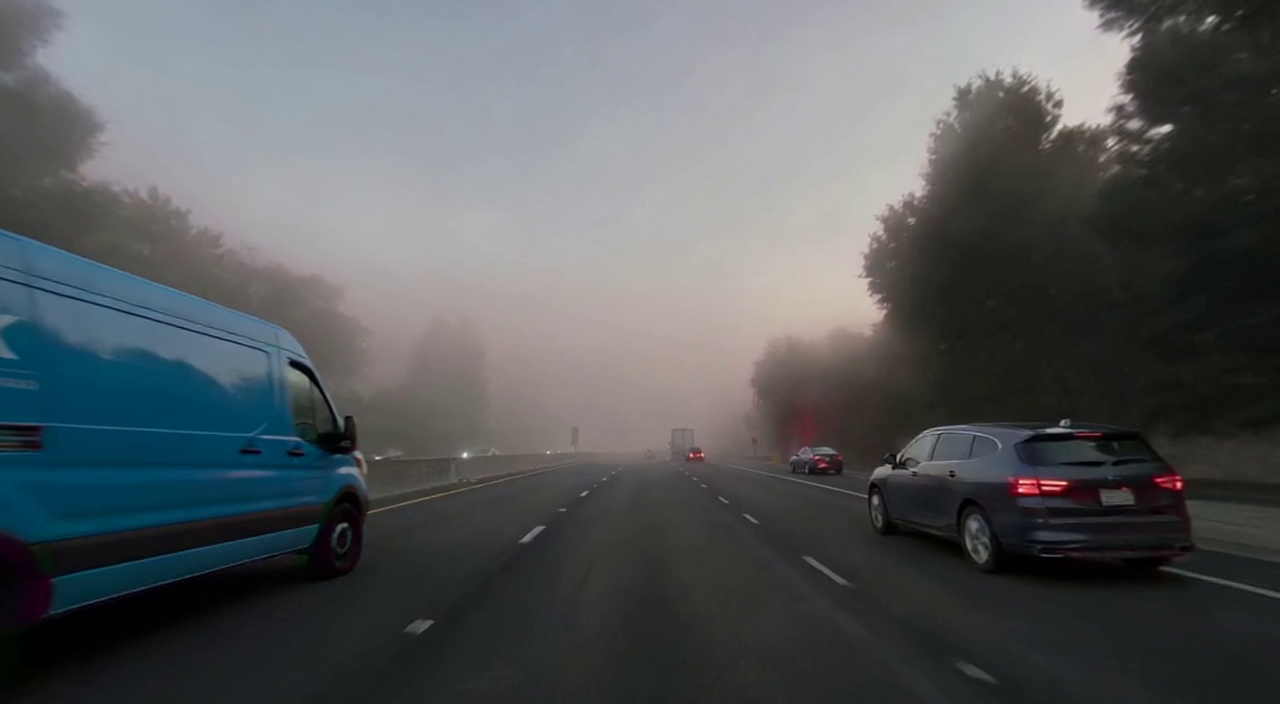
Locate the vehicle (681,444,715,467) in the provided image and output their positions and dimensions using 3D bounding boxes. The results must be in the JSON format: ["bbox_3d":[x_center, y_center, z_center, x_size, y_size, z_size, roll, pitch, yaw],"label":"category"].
[{"bbox_3d":[4.390,7.880,48.286,2.066,1.638,4.158,0,-9,-1],"label":"vehicle"}]

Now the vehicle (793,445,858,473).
[{"bbox_3d":[10.517,6.085,36.105,1.838,1.490,4.460,1,-9,-8],"label":"vehicle"}]

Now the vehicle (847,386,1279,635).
[{"bbox_3d":[4.132,1.464,6.841,2.025,1.706,4.797,0,-9,-1],"label":"vehicle"}]

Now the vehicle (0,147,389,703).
[{"bbox_3d":[-4.027,0.573,3.642,2.380,2.648,6.879,0,-9,-1],"label":"vehicle"}]
